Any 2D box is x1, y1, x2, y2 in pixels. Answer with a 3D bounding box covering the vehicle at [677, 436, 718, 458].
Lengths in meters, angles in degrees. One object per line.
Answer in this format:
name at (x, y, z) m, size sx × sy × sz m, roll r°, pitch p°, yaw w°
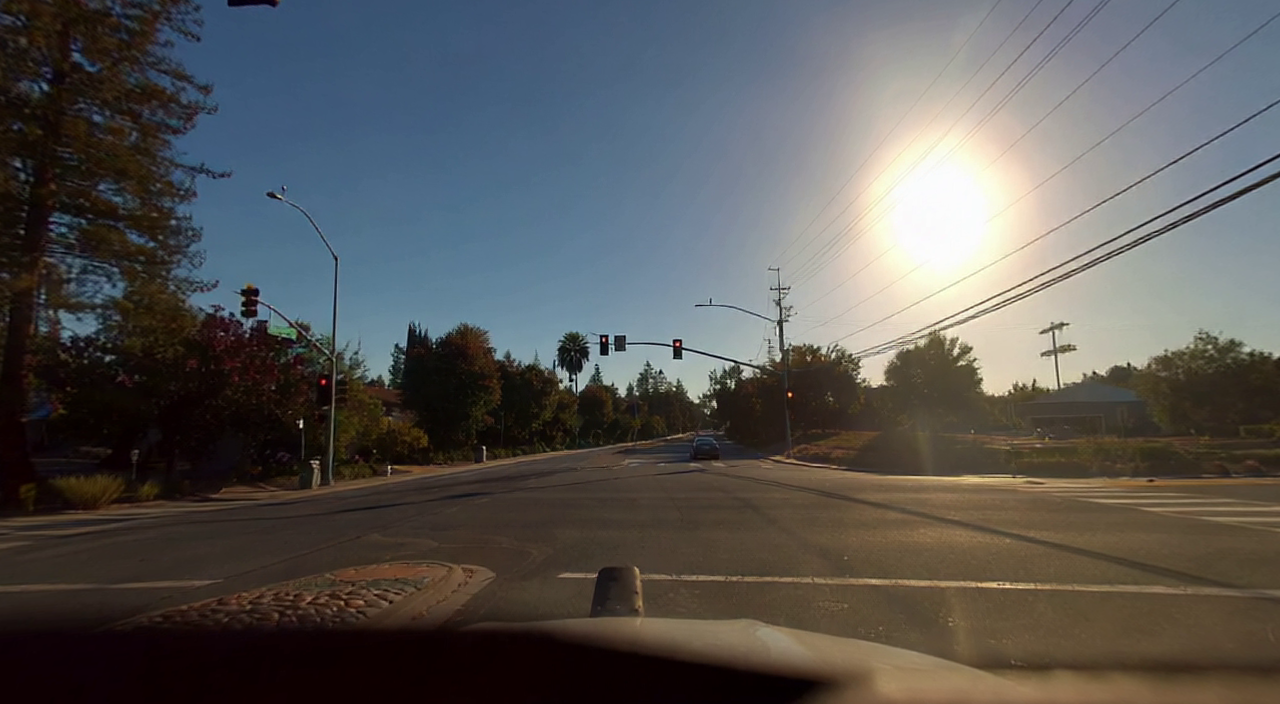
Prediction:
vehicle at (4.087, 6.864, 45.703) m, size 2.067 × 1.490 × 4.884 m, roll 1°, pitch -9°, yaw -6°
